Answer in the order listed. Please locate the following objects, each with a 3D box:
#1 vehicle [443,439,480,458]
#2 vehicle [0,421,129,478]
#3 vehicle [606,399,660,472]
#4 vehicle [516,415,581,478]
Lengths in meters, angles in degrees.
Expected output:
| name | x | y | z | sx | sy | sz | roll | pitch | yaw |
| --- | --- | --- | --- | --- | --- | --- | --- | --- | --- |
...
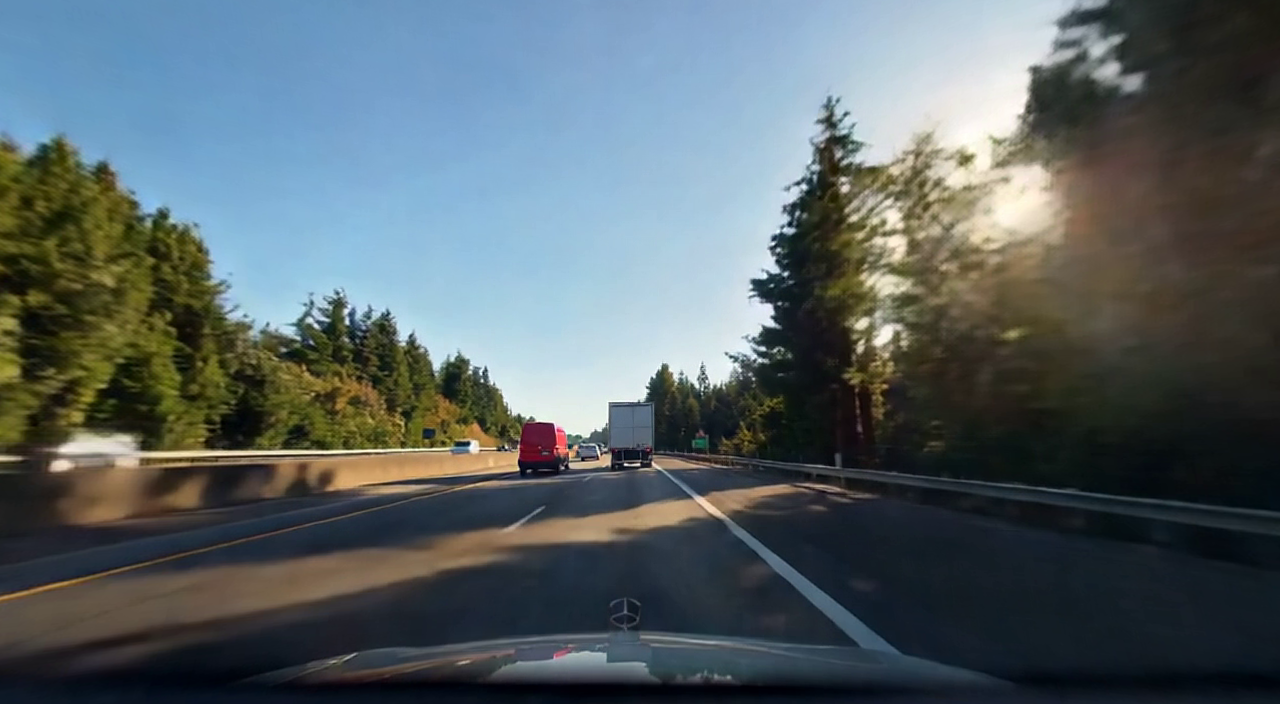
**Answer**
| name | x | y | z | sx | sy | sz | roll | pitch | yaw |
| --- | --- | --- | --- | --- | --- | --- | --- | --- | --- |
| vehicle | -13.980 | 7.615 | 49.672 | 1.766 | 1.459 | 3.806 | 0 | -9 | 0 |
| vehicle | -17.300 | 2.828 | 18.319 | 1.757 | 1.478 | 3.711 | 0 | -9 | 0 |
| vehicle | -0.465 | 5.425 | 40.261 | 2.995 | 4.036 | 10.311 | 0 | -9 | -1 |
| vehicle | -4.407 | 4.704 | 31.417 | 2.357 | 2.786 | 6.144 | 0 | -9 | -1 |
